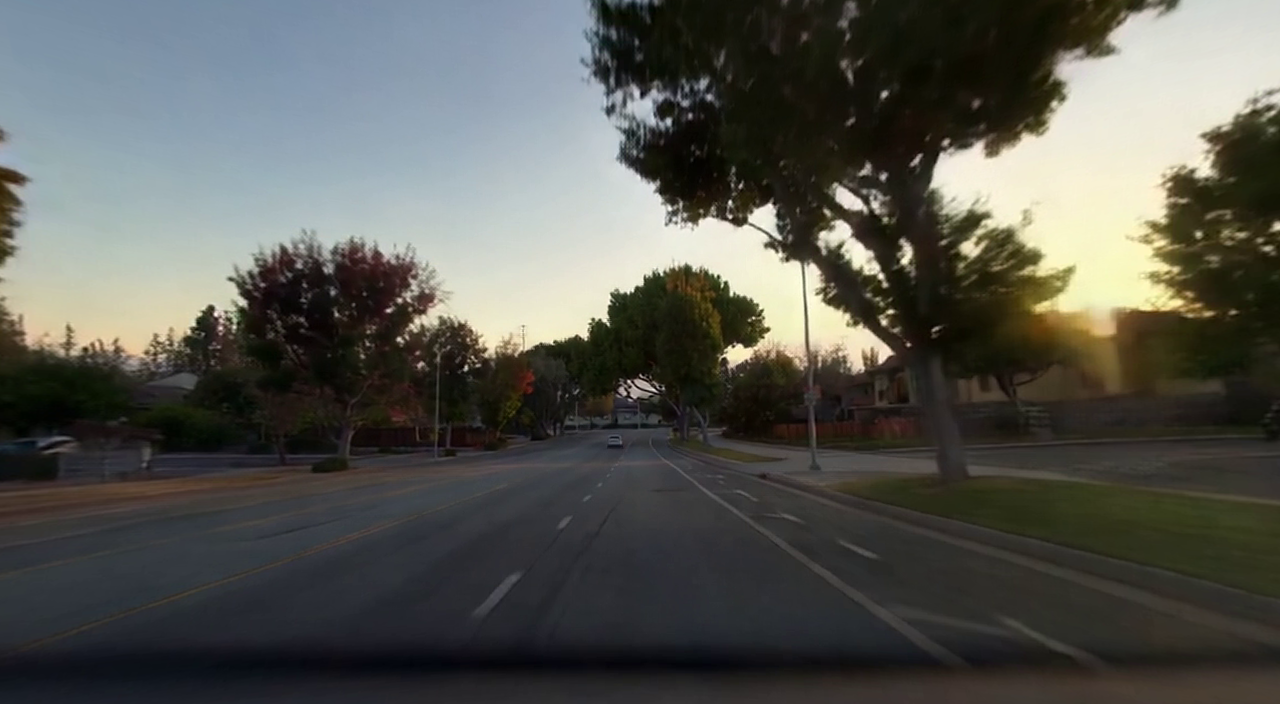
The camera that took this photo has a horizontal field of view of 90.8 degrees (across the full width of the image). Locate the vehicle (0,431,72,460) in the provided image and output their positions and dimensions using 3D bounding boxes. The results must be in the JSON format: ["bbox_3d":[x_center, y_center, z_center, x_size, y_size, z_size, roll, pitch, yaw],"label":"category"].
[{"bbox_3d":[-34.775,5.208,35.290,1.831,1.567,4.342,-2,-7,6],"label":"vehicle"}]
